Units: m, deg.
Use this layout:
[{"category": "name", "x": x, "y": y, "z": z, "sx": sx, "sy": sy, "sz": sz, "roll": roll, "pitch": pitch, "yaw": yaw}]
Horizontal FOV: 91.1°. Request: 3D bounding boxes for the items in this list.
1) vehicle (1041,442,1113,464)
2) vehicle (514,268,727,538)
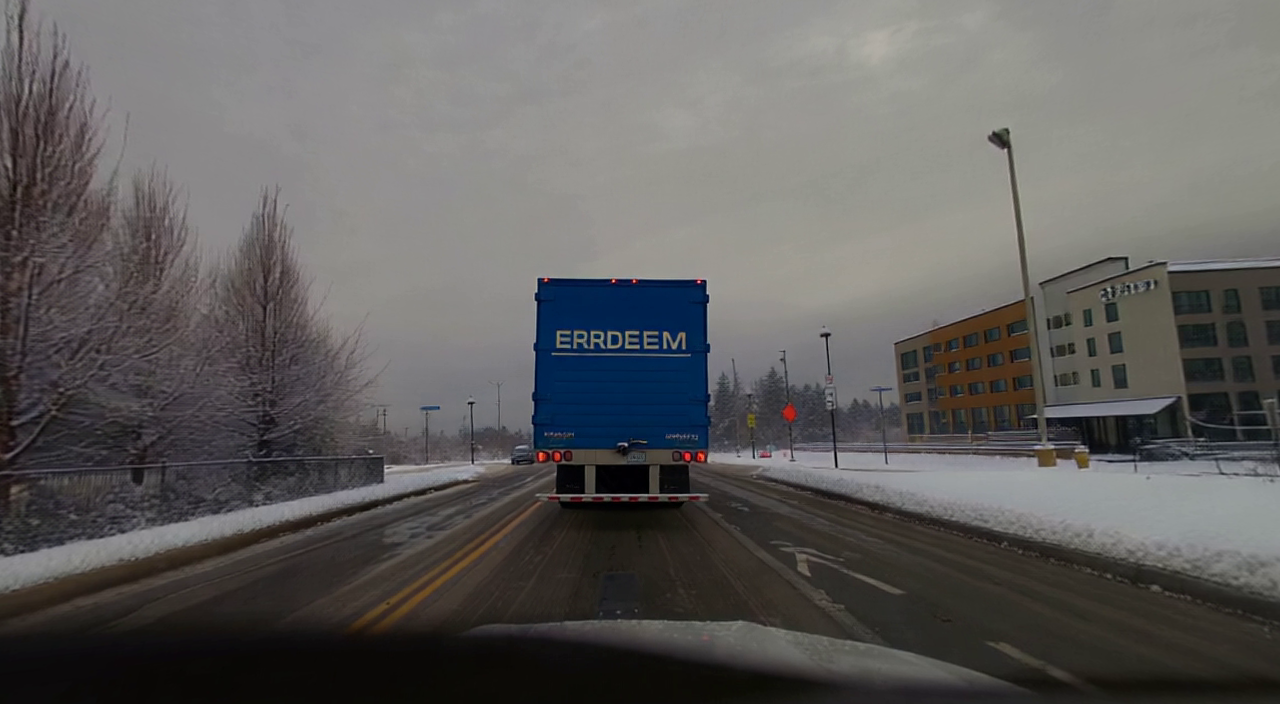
[{"category": "vehicle", "x": 31.353, "y": 7.222, "z": 45.174, "sx": 1.652, "sy": 1.423, "sz": 3.797, "roll": 5, "pitch": -9, "yaw": -36}, {"category": "vehicle", "x": -0.215, "y": 1.281, "z": 13.373, "sx": 2.876, "sy": 3.724, "sz": 9.351, "roll": 0, "pitch": -8, "yaw": 1}]
